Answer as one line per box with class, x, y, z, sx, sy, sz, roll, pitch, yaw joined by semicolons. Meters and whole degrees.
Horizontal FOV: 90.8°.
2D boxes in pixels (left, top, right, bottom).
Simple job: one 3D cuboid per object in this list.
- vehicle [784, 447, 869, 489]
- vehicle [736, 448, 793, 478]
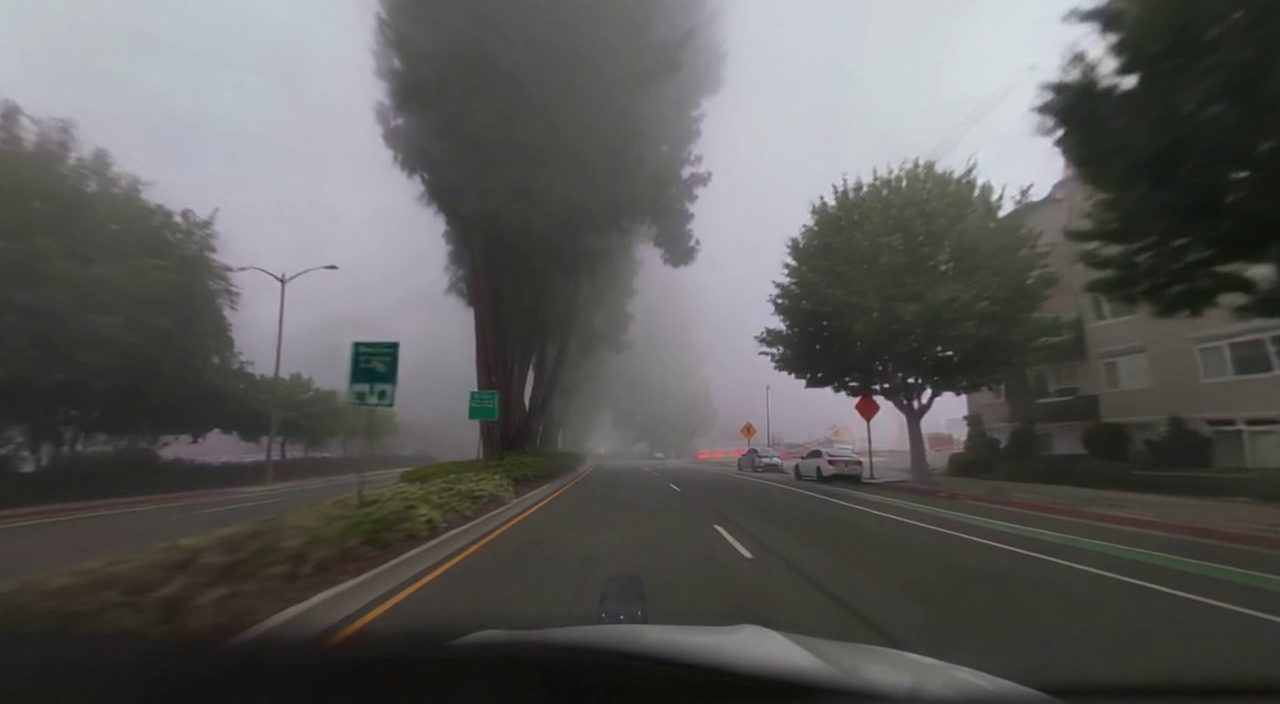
vehicle;7.790;4.857;26.878;1.974;1.472;4.654;5;-9;-3
vehicle;7.502;6.685;38.362;1.977;1.540;4.307;6;-9;-7
